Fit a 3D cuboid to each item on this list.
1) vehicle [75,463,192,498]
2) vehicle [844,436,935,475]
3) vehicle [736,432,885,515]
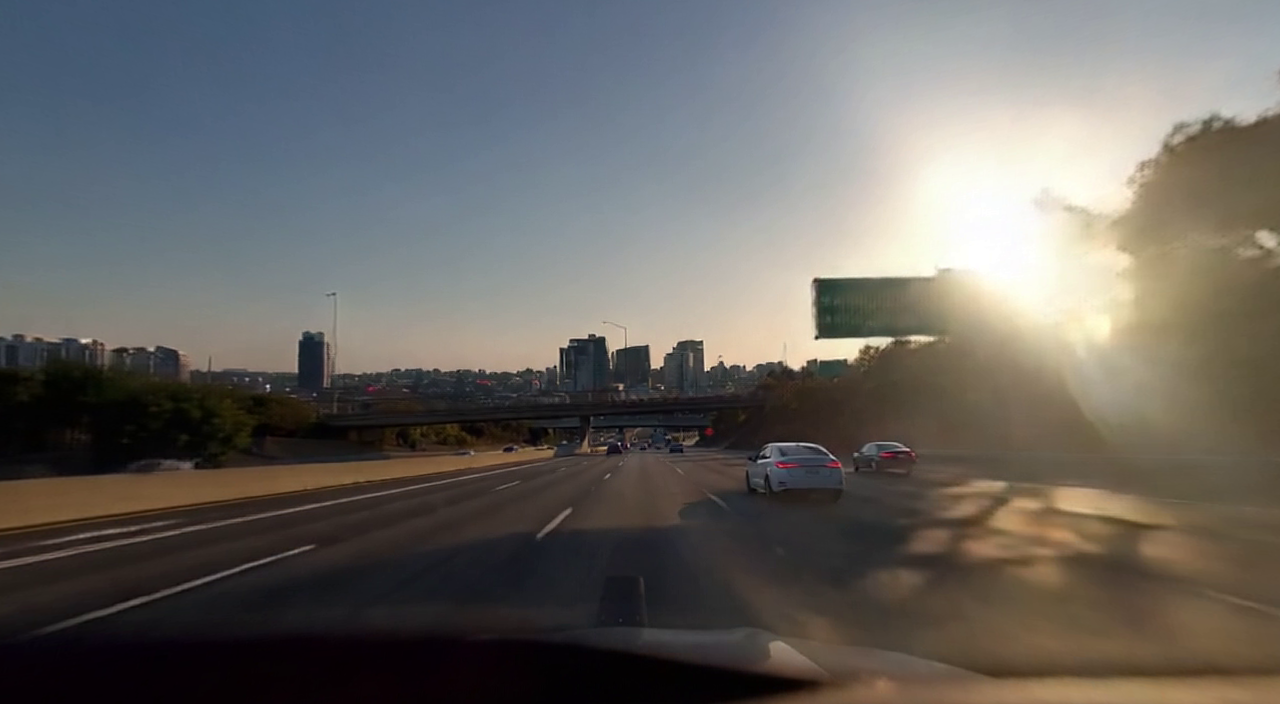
[{"bbox_3d":[-25.280,6.393,31.767,1.973,1.492,4.704,0,-8,0],"label":"vehicle"},{"bbox_3d":[10.487,4.387,26.959,2.019,1.529,4.385,0,-8,-1],"label":"vehicle"},{"bbox_3d":[3.435,2.528,13.634,1.961,1.504,4.094,0,-8,-1],"label":"vehicle"}]
